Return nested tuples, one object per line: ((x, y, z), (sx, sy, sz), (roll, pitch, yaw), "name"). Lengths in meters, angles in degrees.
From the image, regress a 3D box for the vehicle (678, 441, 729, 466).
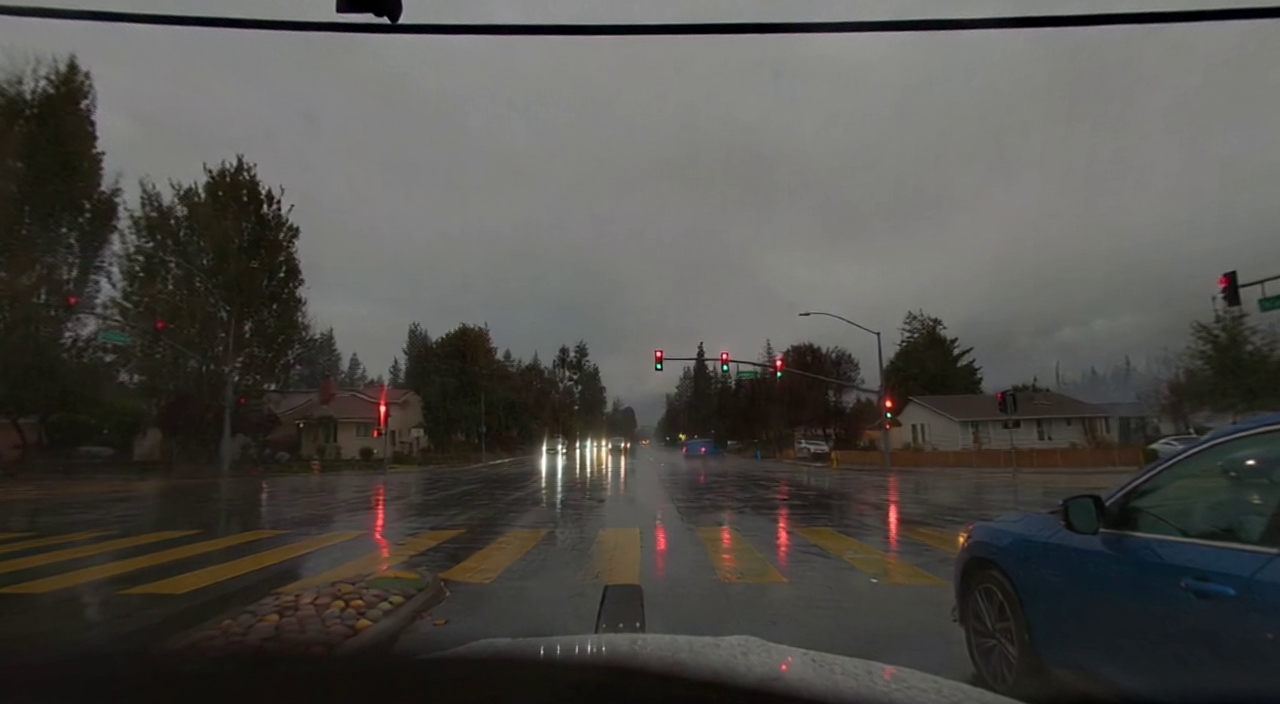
((4.284, 6.737, 42.083), (2.104, 1.518, 4.999), (-3, -9, 21), "vehicle")

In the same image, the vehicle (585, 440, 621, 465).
((-2.381, 6.603, 41.627), (2.046, 1.491, 4.118), (0, -9, 0), "vehicle")

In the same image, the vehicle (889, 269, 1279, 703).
((2.710, 0.708, 1.722), (2.085, 1.800, 4.908), (0, -9, 1), "vehicle")

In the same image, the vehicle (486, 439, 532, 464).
((-8.942, 6.859, 43.633), (2.028, 1.654, 5.027), (0, -9, 1), "vehicle")

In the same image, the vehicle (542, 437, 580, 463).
((-5.529, 6.934, 44.683), (2.091, 1.707, 4.157), (0, -9, 1), "vehicle")
